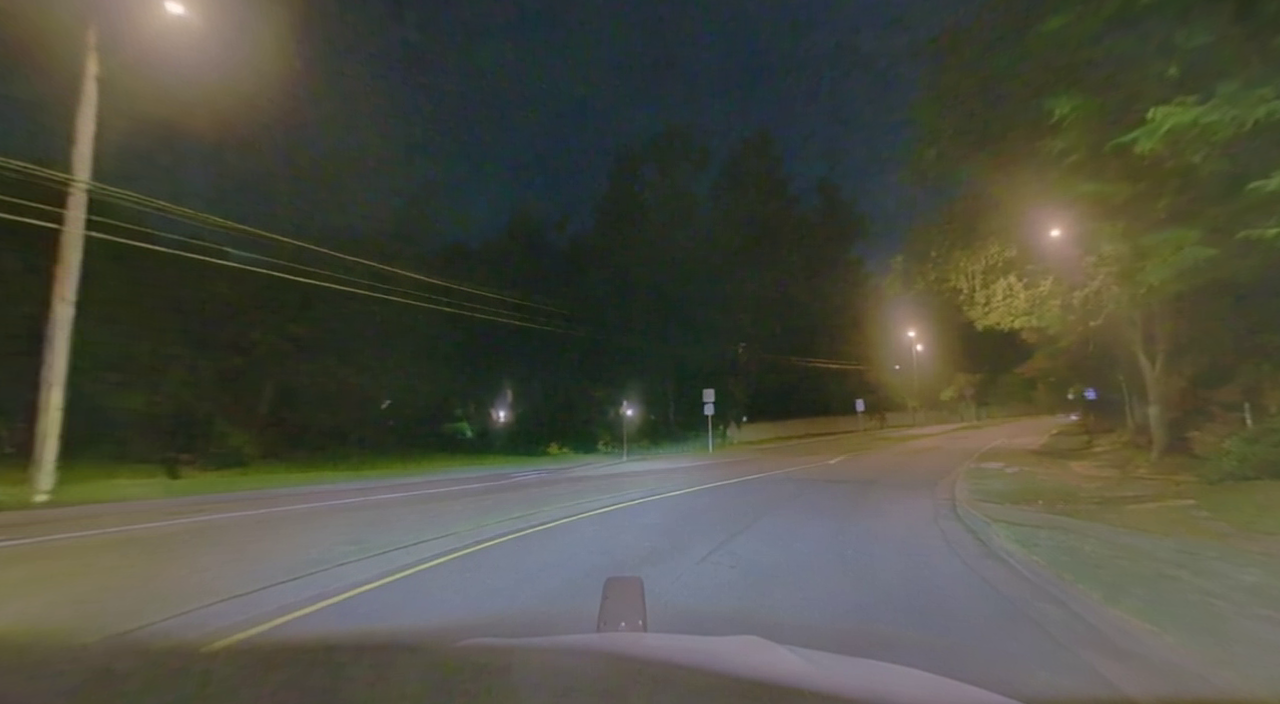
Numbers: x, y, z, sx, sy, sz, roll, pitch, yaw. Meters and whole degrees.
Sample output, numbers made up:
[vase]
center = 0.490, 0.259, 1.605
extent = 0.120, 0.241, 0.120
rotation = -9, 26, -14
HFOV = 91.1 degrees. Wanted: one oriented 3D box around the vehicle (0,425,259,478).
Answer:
[vehicle]
center = -27.671, 5.156, 33.314
extent = 2.837, 2.354, 12.960
rotation = -5, -9, 28
